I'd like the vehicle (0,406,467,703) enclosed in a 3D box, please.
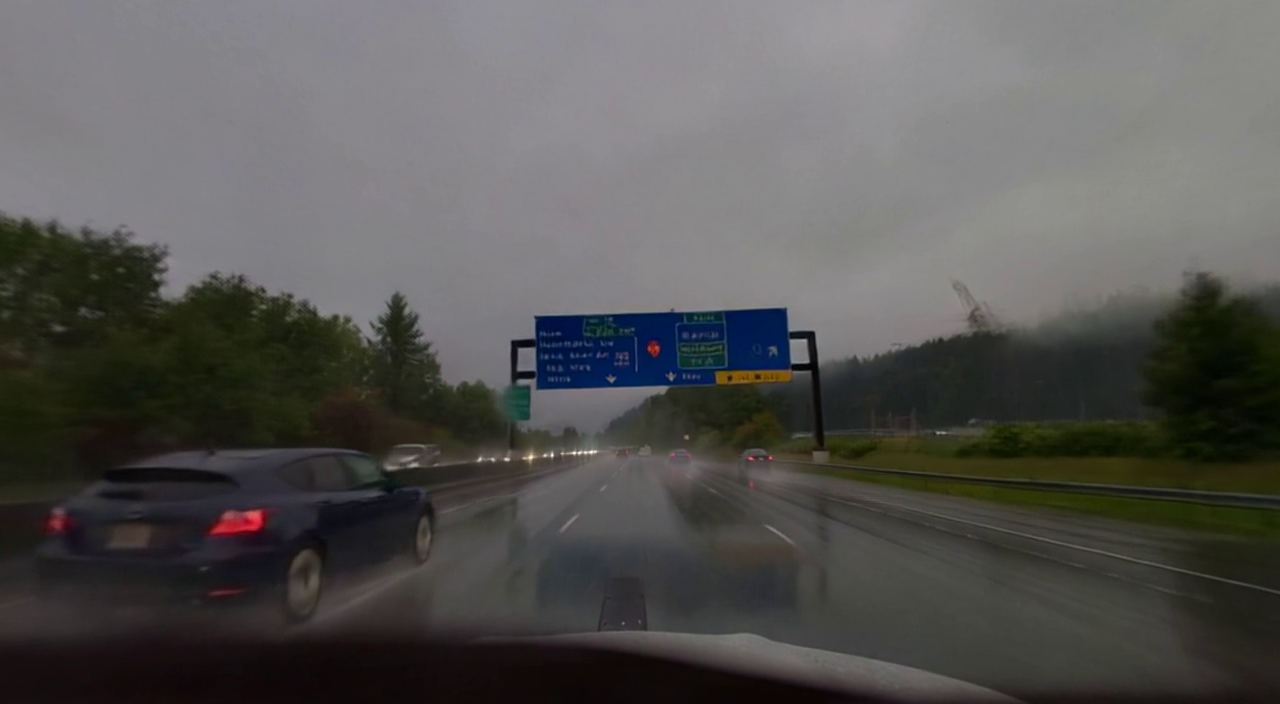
[{"bbox_3d":[-3.221,1.393,5.427,2.191,1.563,4.318,0,-9,1],"label":"vehicle"}]

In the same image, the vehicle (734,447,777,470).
[{"bbox_3d":[7.798,7.231,42.909,1.943,1.493,4.507,0,-9,-1],"label":"vehicle"}]
